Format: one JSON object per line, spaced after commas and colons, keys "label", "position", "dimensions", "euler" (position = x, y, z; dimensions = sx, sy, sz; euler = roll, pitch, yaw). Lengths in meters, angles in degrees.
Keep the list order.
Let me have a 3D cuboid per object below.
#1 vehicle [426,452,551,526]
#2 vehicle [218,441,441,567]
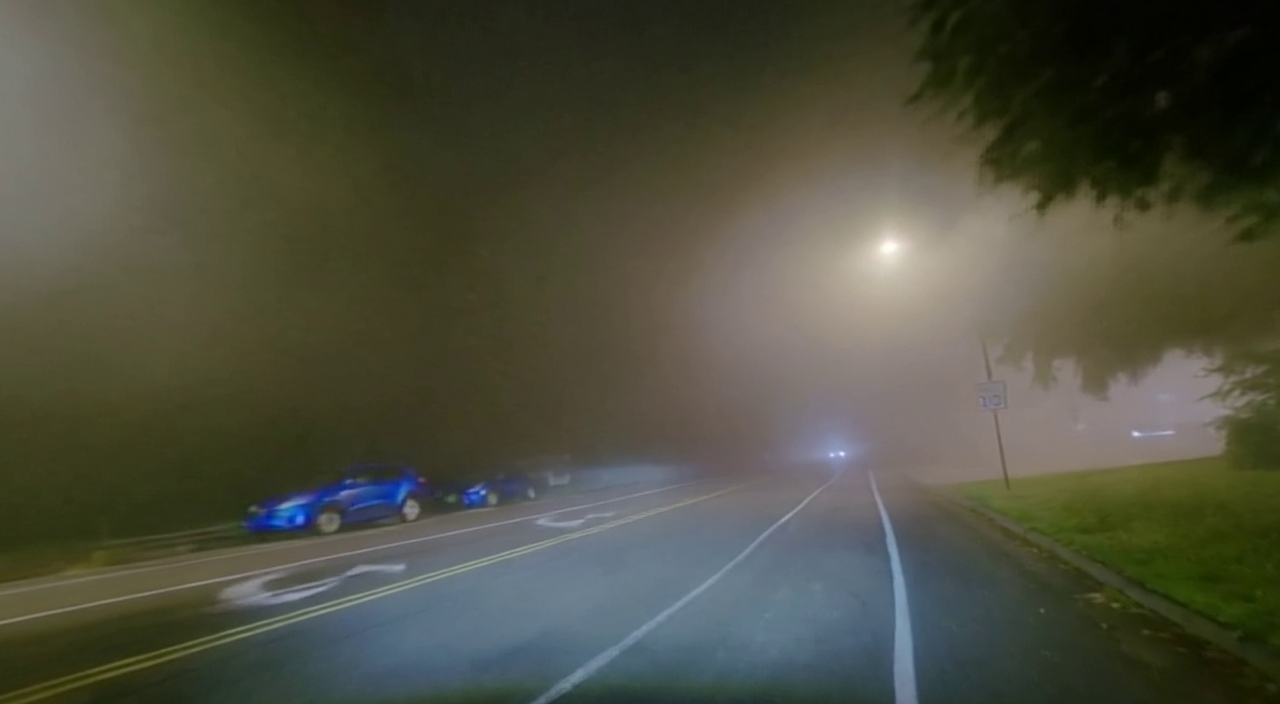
{"label": "vehicle", "position": [-5.271, 4.811, 22.627], "dimensions": [2.087, 1.700, 4.467], "euler": [-7, -3, 20]}
{"label": "vehicle", "position": [-7.649, 3.705, 16.304], "dimensions": [2.159, 1.959, 5.179], "euler": [-7, -2, 14]}
